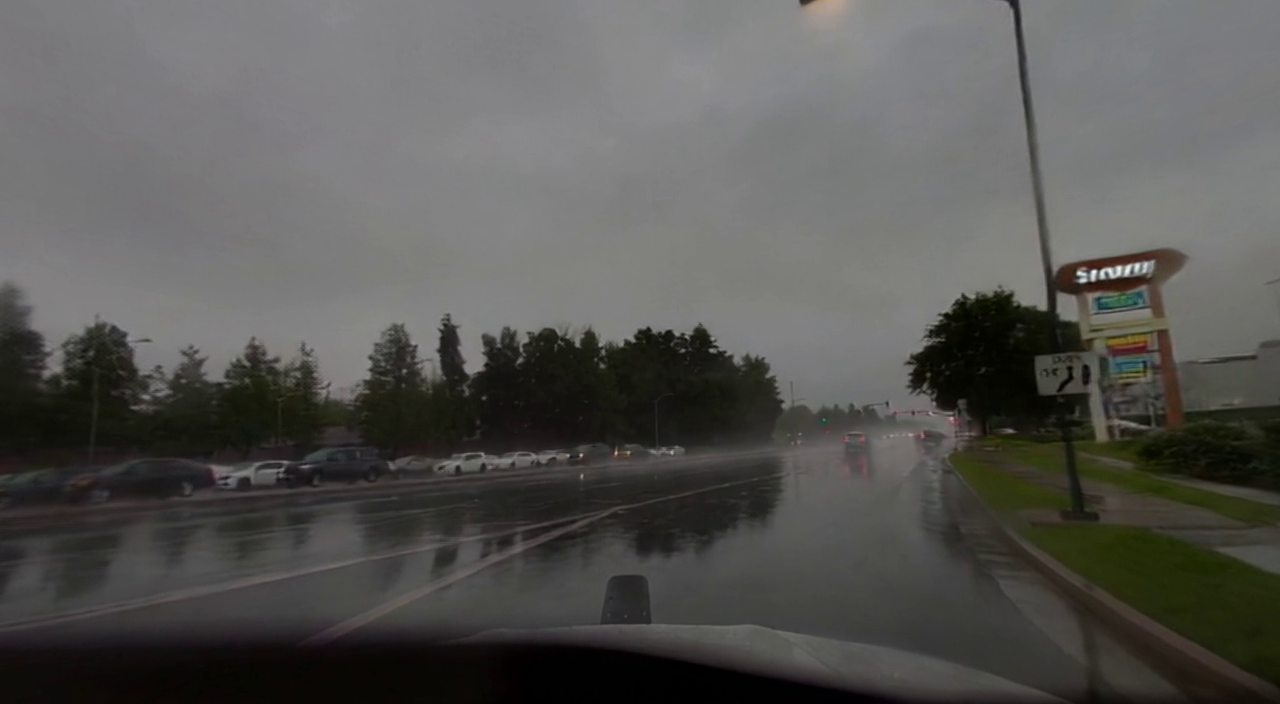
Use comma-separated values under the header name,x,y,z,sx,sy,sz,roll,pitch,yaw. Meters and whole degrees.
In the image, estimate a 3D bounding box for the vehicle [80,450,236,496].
name,x,y,z,sx,sy,sz,roll,pitch,yaw
vehicle,-19.590,4.892,25.866,1.876,1.642,4.600,-4,-9,27

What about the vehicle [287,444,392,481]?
name,x,y,z,sx,sy,sz,roll,pitch,yaw
vehicle,-15.694,5.740,33.192,1.969,1.758,4.662,-4,-9,27

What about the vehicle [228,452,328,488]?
name,x,y,z,sx,sy,sz,roll,pitch,yaw
vehicle,-21.190,6.851,37.116,2.123,1.897,4.580,-4,-9,26

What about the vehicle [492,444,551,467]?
name,x,y,z,sx,sy,sz,roll,pitch,yaw
vehicle,-8.614,7.611,46.198,1.851,1.450,4.396,-11,-13,26

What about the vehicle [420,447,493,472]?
name,x,y,z,sx,sy,sz,roll,pitch,yaw
vehicle,-11.622,6.807,40.233,1.832,1.473,4.377,-4,-10,29
